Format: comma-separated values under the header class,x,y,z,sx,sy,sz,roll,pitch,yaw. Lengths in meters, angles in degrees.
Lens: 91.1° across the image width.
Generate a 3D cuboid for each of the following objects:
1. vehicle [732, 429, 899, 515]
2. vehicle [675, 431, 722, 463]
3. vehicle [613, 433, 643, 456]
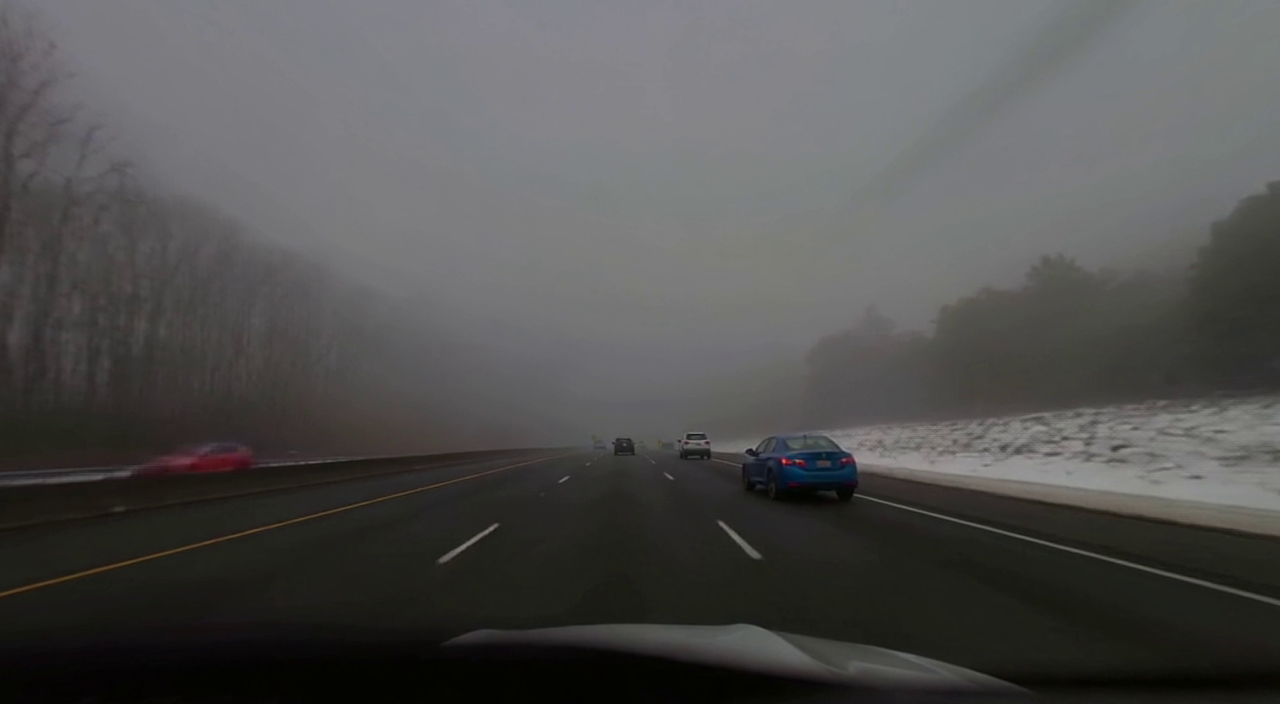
class,x,y,z,sx,sy,sz,roll,pitch,yaw
vehicle,3.430,2.424,13.395,2.056,1.479,4.660,0,-8,-2
vehicle,3.245,5.352,35.601,2.098,1.677,4.275,0,-8,-2
vehicle,-0.958,7.001,47.712,2.182,1.680,4.253,0,-8,-2
